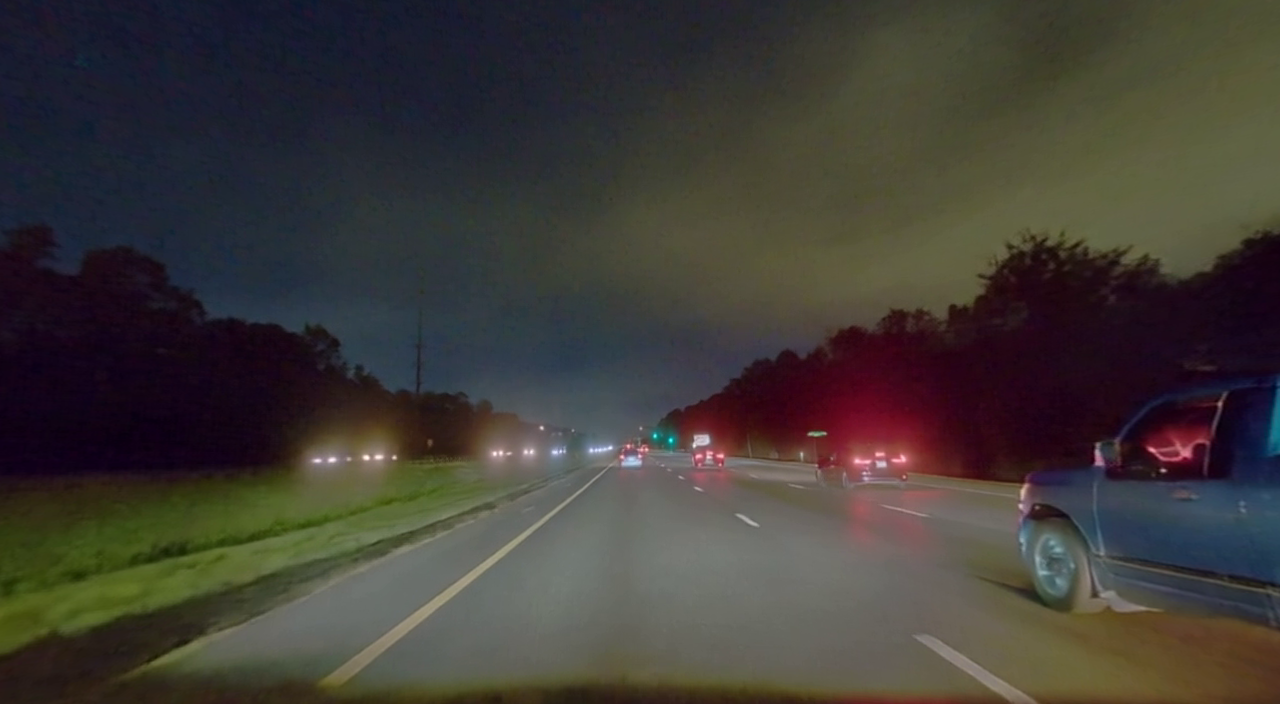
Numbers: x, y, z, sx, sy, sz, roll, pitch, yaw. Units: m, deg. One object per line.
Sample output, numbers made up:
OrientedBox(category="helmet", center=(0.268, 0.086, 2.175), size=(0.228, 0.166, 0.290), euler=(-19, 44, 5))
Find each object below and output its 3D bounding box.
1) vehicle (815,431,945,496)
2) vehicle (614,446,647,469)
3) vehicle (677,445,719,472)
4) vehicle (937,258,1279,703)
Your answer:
OrientedBox(category="vehicle", center=(7.323, 3.443, 19.938), size=(2.114, 1.800, 4.779), euler=(0, -8, -1))
OrientedBox(category="vehicle", center=(-0.602, 6.922, 41.719), size=(2.085, 1.449, 3.860), euler=(0, -8, -1))
OrientedBox(category="vehicle", center=(3.339, 6.251, 37.272), size=(1.978, 1.488, 4.252), euler=(0, -8, -2))
OrientedBox(category="vehicle", center=(3.675, 0.593, 1.986), size=(2.461, 2.013, 6.075), euler=(0, -8, -1))
